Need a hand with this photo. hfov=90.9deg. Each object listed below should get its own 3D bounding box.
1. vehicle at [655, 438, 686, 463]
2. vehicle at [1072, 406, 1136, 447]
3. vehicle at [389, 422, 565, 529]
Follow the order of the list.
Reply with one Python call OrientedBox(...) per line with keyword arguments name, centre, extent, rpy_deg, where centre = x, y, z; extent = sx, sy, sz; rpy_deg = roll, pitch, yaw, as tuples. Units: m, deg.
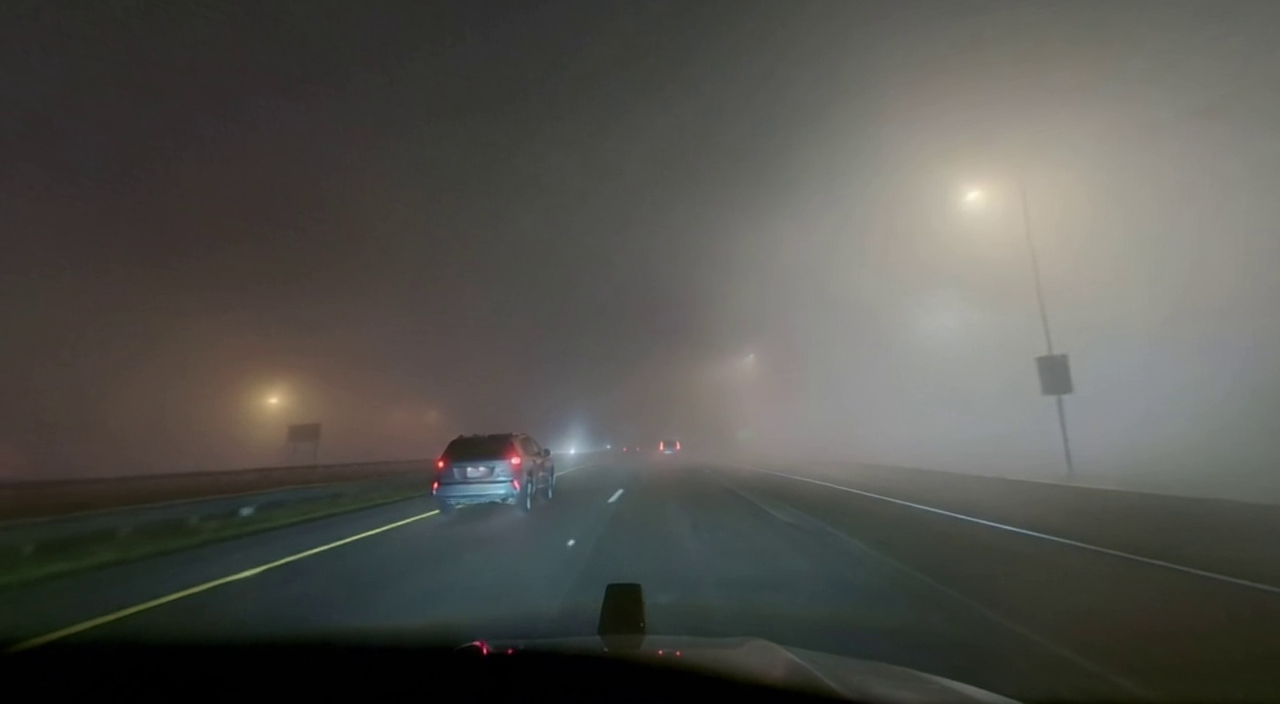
OrientedBox(name="vehicle", centre=(2.073, 6.883, 44.072), extent=(2.073, 1.621, 3.993), rpy_deg=(-1, -8, 1))
OrientedBox(name="vehicle", centre=(28.696, 4.619, 39.029), extent=(2.588, 2.449, 1.523), rpy_deg=(-1, -8, 6))
OrientedBox(name="vehicle", centre=(-2.893, 2.325, 12.459), extent=(2.143, 1.693, 4.513), rpy_deg=(-1, -8, 2))
